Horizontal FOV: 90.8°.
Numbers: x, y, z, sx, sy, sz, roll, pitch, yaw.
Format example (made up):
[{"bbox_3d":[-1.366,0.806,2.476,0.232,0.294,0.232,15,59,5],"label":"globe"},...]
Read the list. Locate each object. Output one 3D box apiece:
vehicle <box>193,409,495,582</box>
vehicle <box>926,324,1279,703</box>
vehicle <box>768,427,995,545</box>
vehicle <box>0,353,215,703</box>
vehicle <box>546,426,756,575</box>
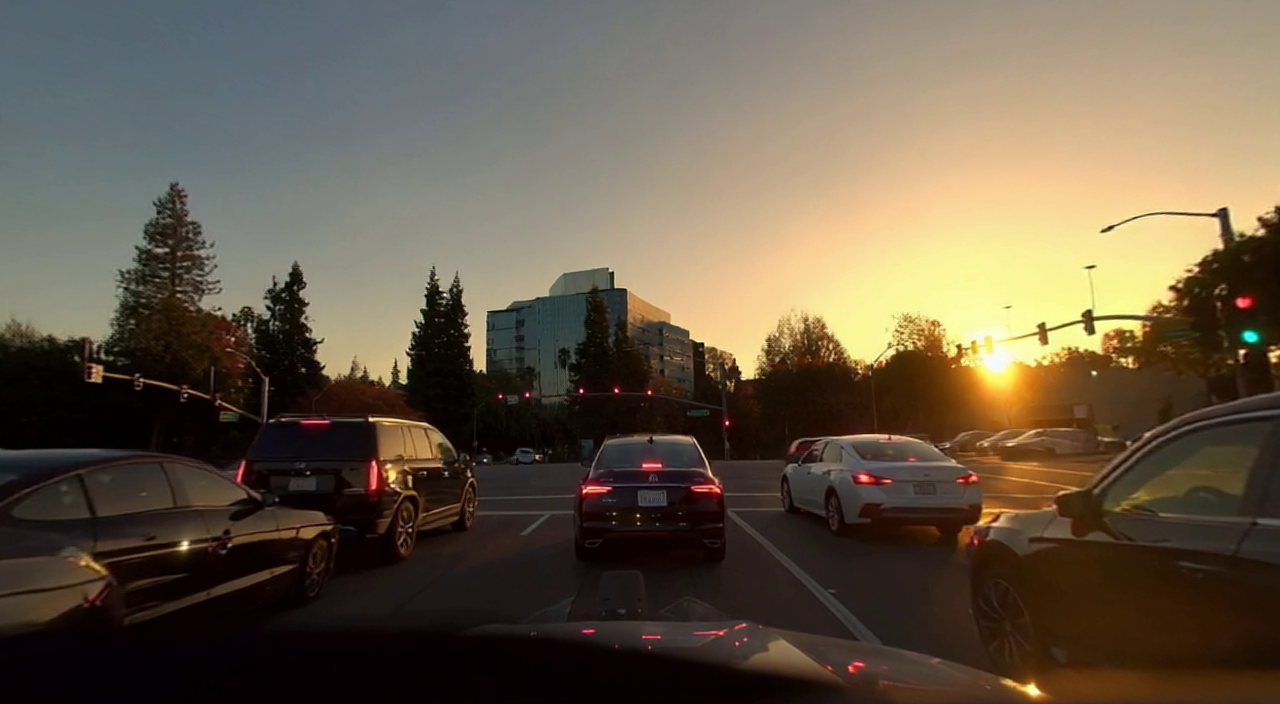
[{"bbox_3d":[-3.428,1.747,8.442,1.958,1.693,4.242,0,-9,0],"label":"vehicle"},{"bbox_3d":[3.260,0.818,2.512,2.178,1.691,4.314,0,-9,0],"label":"vehicle"},{"bbox_3d":[3.536,2.049,10.300,1.874,1.487,4.404,0,-9,-1],"label":"vehicle"},{"bbox_3d":[-3.345,0.662,1.141,2.034,1.655,4.465,0,-9,0],"label":"vehicle"},{"bbox_3d":[0.052,1.816,8.487,2.114,1.482,4.056,0,-9,-2],"label":"vehicle"}]
